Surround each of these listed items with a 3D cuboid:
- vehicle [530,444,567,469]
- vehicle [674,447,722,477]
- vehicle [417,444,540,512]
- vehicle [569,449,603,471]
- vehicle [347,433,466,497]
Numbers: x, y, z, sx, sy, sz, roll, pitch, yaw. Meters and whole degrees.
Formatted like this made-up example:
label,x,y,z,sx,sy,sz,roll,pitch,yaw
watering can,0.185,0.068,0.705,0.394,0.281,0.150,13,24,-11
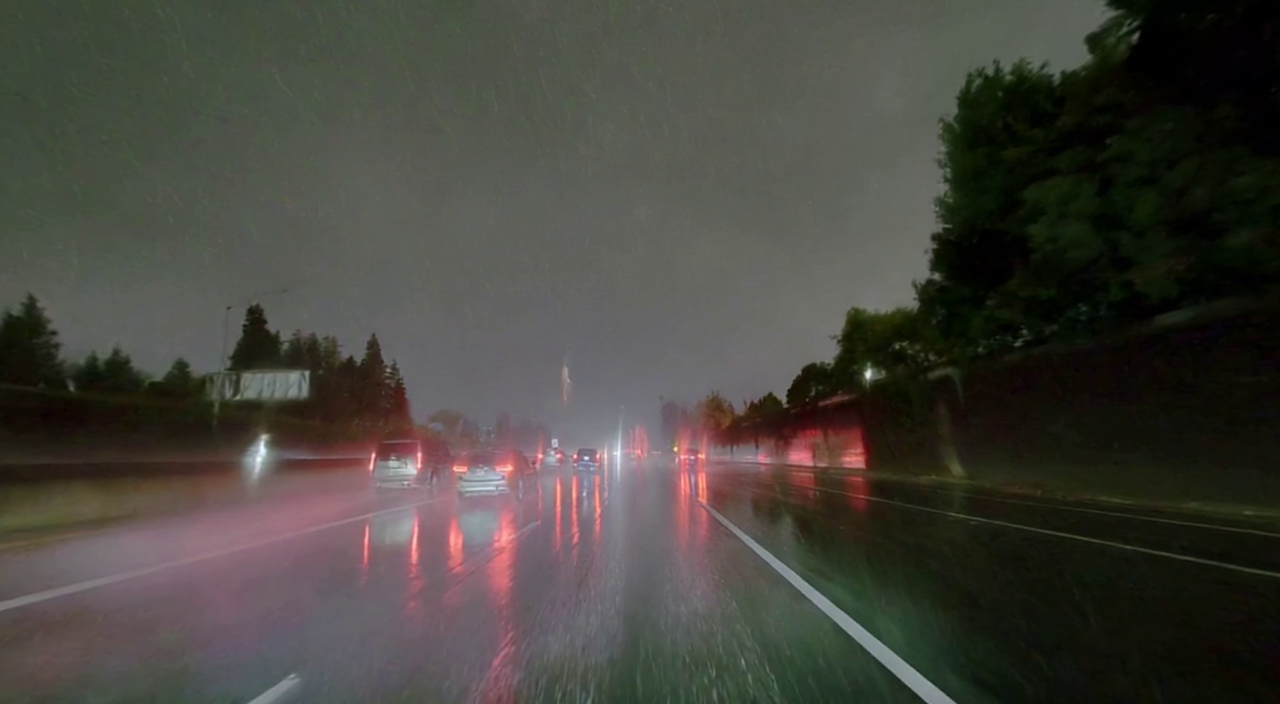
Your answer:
label,x,y,z,sx,sy,sz,roll,pitch,yaw
vehicle,-6.972,8.023,48.424,2.111,1.811,4.391,0,-9,1
vehicle,3.049,5.909,34.085,2.141,1.507,4.510,0,-9,-1
vehicle,-3.975,3.158,16.345,1.988,1.506,4.416,0,-9,0
vehicle,-3.862,7.755,45.400,2.071,1.478,4.130,0,-9,0
vehicle,-7.495,3.662,20.803,2.142,1.849,4.566,0,-9,0
